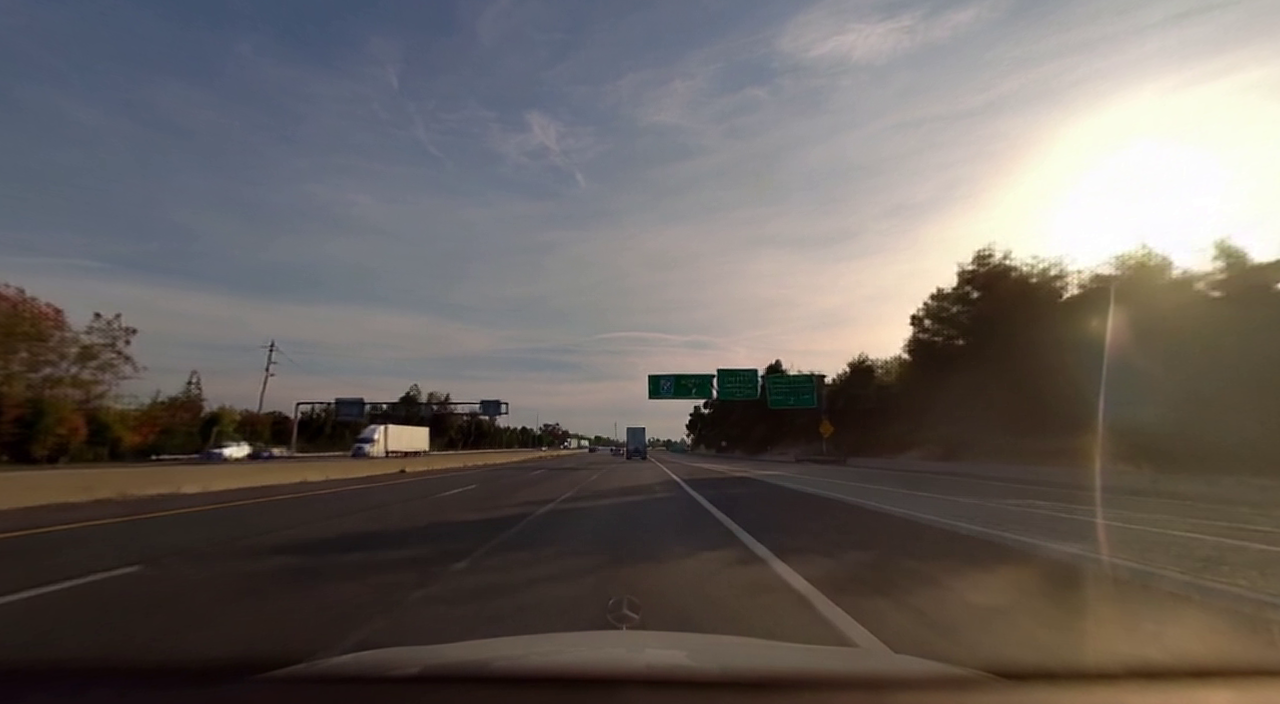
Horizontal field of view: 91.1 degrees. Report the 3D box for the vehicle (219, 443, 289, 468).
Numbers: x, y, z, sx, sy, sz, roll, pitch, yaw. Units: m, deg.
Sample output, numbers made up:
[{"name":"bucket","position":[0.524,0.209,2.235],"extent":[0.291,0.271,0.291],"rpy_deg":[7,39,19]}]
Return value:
[{"name":"vehicle","position":[-28.000,7.537,45.753],"extent":[2.026,1.717,4.760],"rpy_deg":[0,-9,0]}]
